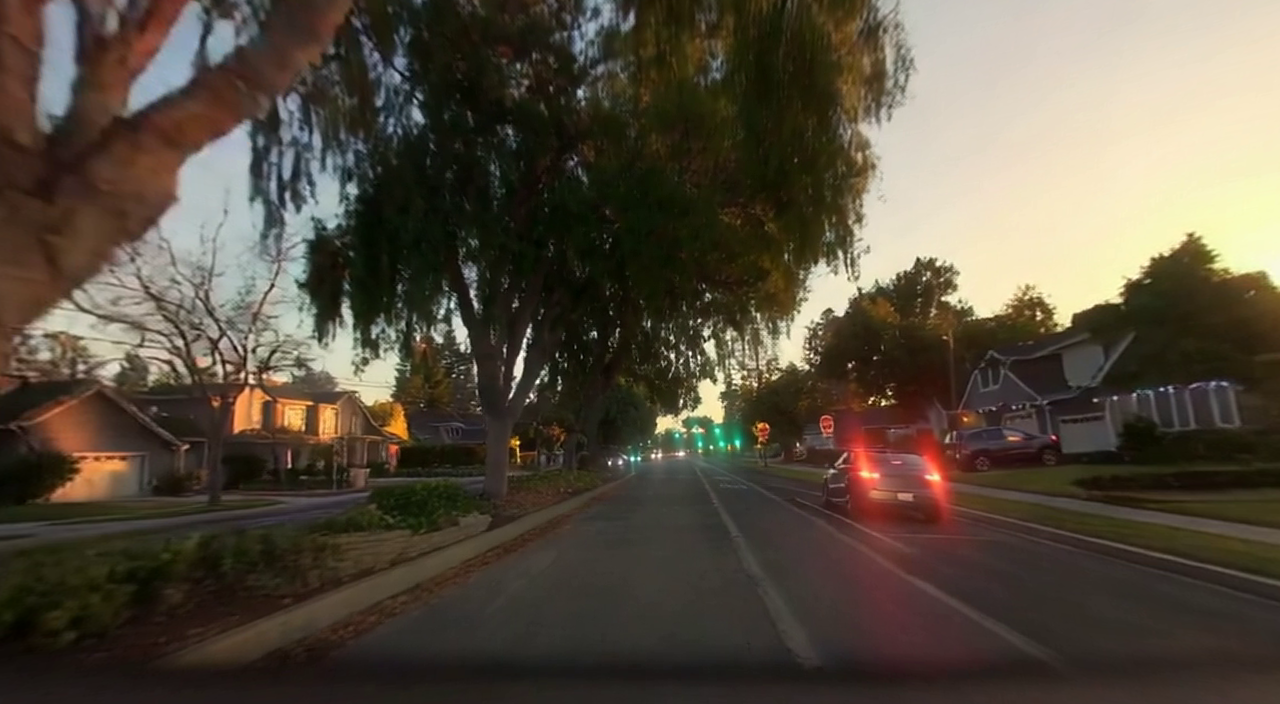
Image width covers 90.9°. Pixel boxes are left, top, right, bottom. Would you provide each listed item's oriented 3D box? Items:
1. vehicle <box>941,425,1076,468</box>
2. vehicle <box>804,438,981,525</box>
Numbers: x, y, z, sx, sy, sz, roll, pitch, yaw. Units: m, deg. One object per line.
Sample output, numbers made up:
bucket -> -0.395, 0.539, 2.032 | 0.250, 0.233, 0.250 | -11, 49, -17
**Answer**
vehicle -> 13.602, 3.533, 23.482 | 3.827, 1.512, 1.855 | -1, -8, 5
vehicle -> 5.076, 2.630, 13.495 | 1.979, 1.524, 4.578 | 0, -8, 1
